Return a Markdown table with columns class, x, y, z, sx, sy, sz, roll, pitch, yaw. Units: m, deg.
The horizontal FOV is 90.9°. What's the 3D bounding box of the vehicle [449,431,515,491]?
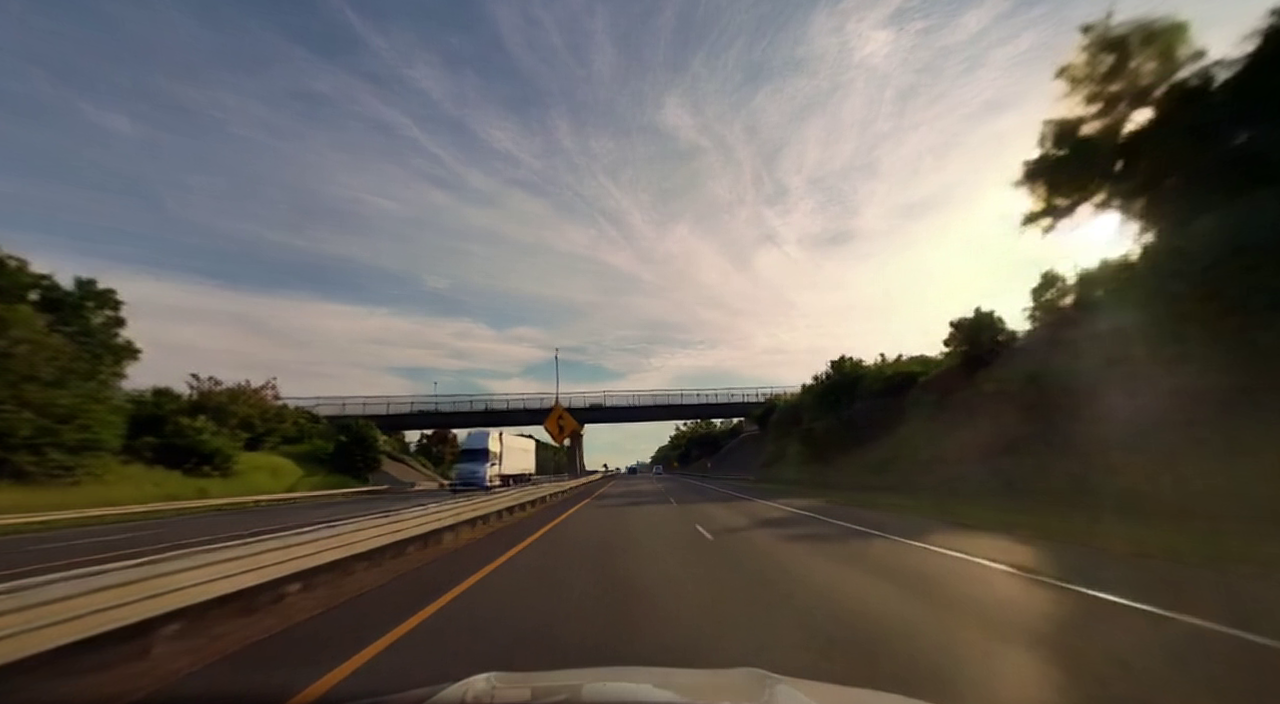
| class | x | y | z | sx | sy | sz | roll | pitch | yaw |
| --- | --- | --- | --- | --- | --- | --- | --- | --- | --- |
| vehicle | -11.339 | 7.991 | 45.997 | 3.027 | 3.994 | 6.031 | 1 | -10 | 1 |
